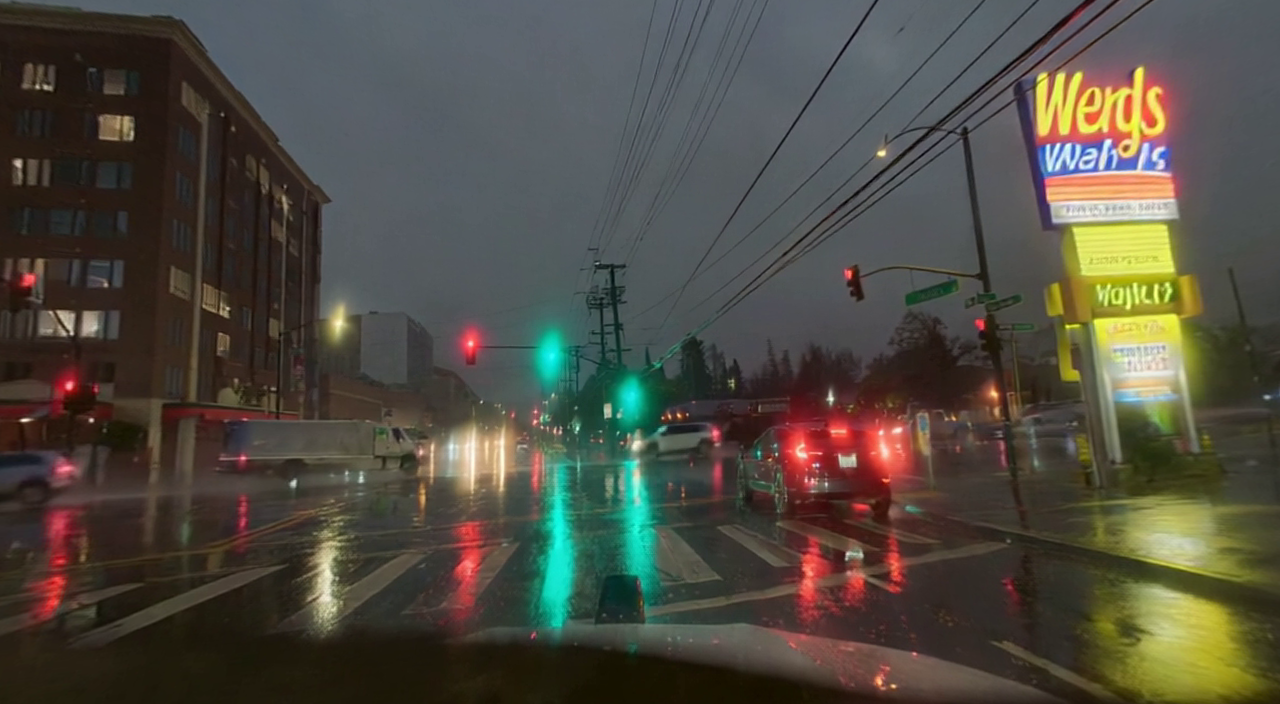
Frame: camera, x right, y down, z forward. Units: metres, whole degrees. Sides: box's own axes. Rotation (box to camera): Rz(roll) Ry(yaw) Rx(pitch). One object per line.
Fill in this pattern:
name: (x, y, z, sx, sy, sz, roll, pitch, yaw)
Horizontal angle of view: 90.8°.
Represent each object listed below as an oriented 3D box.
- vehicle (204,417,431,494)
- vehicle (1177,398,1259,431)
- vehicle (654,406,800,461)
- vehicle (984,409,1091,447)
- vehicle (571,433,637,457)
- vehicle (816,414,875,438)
vehicle: (-9.331, 2.990, 18.578, 5.603, 1.938, 2.081, 5, -10, -33)
vehicle: (33.406, 3.639, 36.482, 4.637, 1.723, 1.911, 4, -10, -29)
vehicle: (3.560, 3.343, 25.696, 5.588, 1.985, 2.374, 5, -10, -31)
vehicle: (17.093, 3.306, 27.129, 4.499, 1.524, 1.784, 4, -10, -29)
vehicle: (-2.679, 6.810, 46.374, 4.591, 1.686, 1.816, 1, -9, -11)
vehicle: (16.082, 5.828, 49.431, 4.589, 1.730, 1.801, 6, -9, -31)
